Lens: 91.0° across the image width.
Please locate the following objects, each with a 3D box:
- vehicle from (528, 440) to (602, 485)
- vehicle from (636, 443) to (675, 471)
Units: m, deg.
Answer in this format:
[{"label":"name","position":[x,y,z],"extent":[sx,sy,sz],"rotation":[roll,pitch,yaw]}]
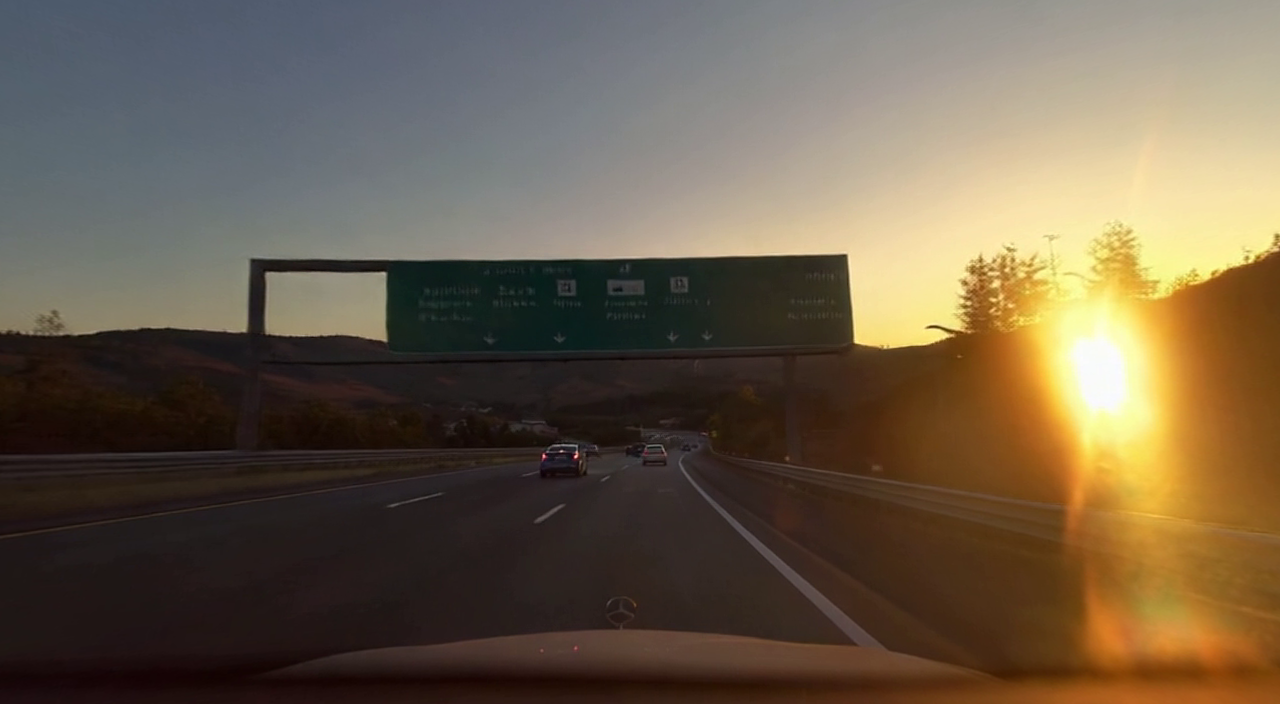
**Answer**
[{"label":"vehicle","position":[-2.780,4.247,24.406],"extent":[2.129,1.563,4.387],"rotation":[-1,-9,3]},{"label":"vehicle","position":[0.911,6.086,36.610],"extent":[2.129,1.502,4.321],"rotation":[0,-9,2]}]
